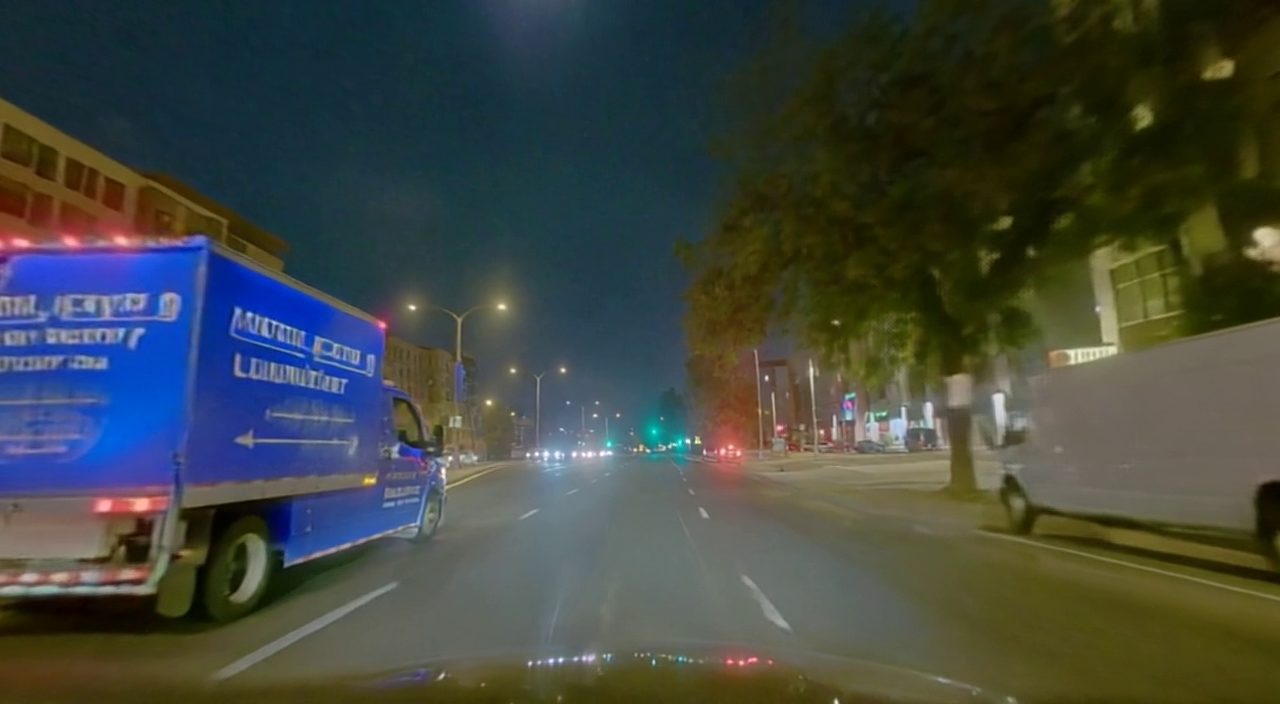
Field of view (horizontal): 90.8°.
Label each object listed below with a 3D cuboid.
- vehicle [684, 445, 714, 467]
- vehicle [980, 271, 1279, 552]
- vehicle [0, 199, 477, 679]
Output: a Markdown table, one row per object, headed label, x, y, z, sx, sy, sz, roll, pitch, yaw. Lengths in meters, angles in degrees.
| label | x | y | z | sx | sy | sz | roll | pitch | yaw |
| --- | --- | --- | --- | --- | --- | --- | --- | --- | --- |
| vehicle | 4.427 | 7.835 | 47.731 | 1.878 | 1.534 | 4.120 | 0 | -8 | 0 |
| vehicle | 8.855 | 1.053 | 9.830 | 2.882 | 3.208 | 7.609 | 0 | -8 | 1 |
| vehicle | -4.351 | 1.016 | 7.681 | 2.763 | 2.974 | 7.562 | 0 | -8 | -1 |
